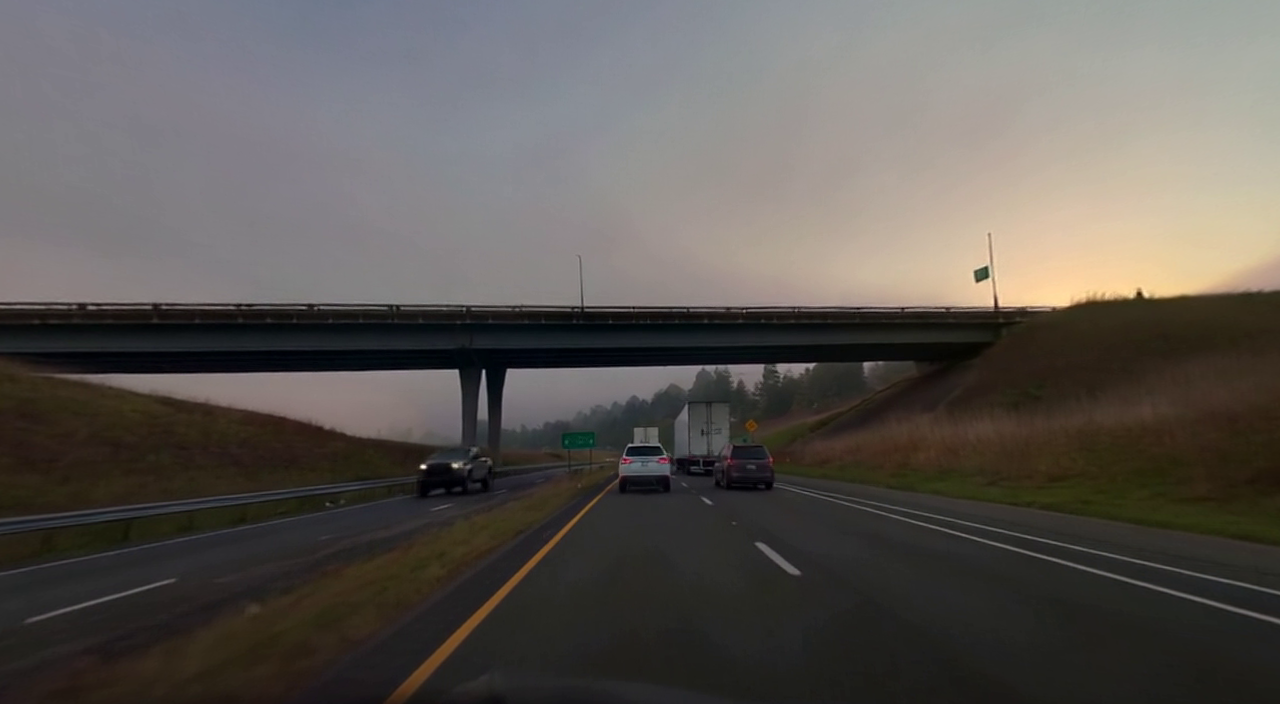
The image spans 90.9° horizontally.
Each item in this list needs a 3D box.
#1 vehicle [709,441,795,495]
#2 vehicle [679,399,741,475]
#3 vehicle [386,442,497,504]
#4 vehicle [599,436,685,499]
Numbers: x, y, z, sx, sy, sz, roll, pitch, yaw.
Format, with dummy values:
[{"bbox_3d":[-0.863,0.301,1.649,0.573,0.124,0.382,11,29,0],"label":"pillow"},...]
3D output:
[{"bbox_3d":[3.418,3.609,19.937,1.972,1.505,3.946,-1,-9,0],"label":"vehicle"},{"bbox_3d":[3.926,5.036,36.841,2.948,3.974,6.480,-1,-9,1],"label":"vehicle"},{"bbox_3d":[-6.376,3.907,20.764,2.233,1.685,4.222,-4,-9,1],"label":"vehicle"},{"bbox_3d":[0.094,3.368,18.730,2.256,1.615,4.114,-1,-9,1],"label":"vehicle"}]
